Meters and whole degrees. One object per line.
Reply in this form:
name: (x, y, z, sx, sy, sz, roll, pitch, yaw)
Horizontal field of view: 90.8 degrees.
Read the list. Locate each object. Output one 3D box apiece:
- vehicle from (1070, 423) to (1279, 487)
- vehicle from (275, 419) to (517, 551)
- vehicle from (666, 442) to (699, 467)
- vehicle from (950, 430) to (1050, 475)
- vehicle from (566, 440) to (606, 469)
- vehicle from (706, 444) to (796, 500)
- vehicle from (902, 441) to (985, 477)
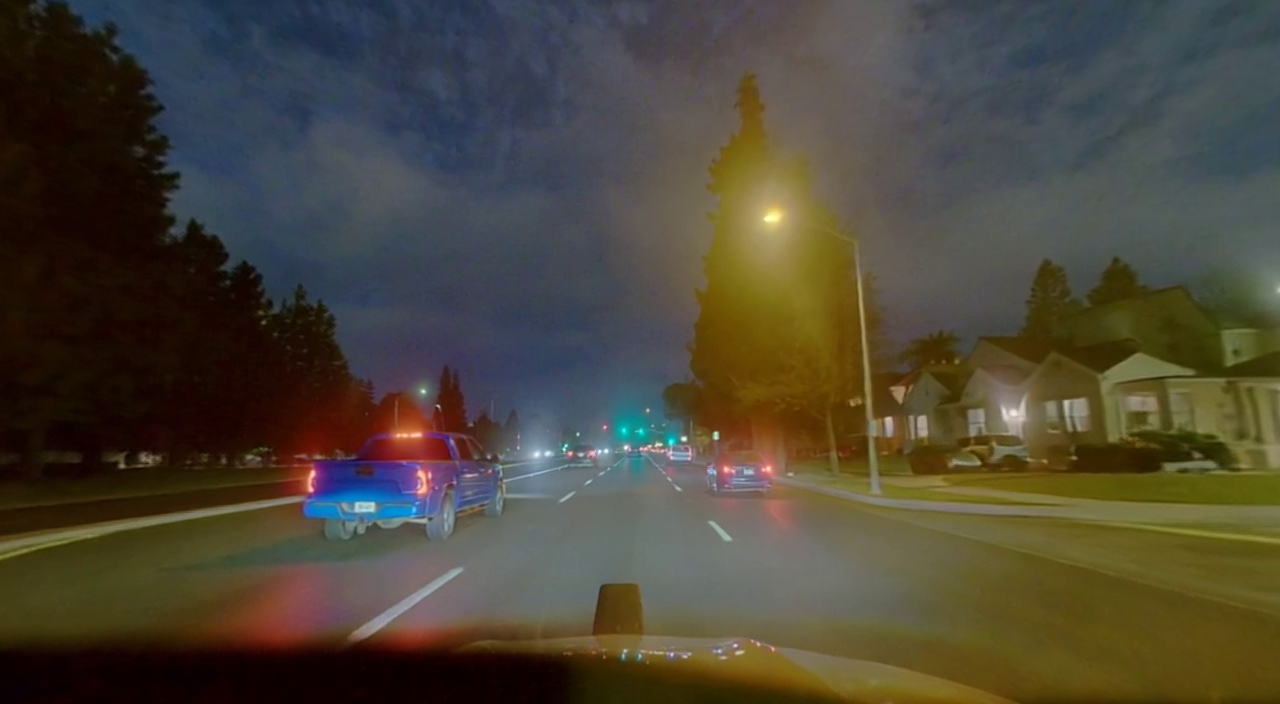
vehicle: (17.240, 3.294, 20.519, 1.991, 1.806, 4.902, 6, -11, -38)
vehicle: (-3.791, 2.169, 11.163, 2.111, 1.745, 5.274, 0, -8, 1)
vehicle: (3.264, 8.017, 49.689, 2.099, 1.845, 4.363, 0, -8, -2)
vehicle: (16.487, 4.680, 29.281, 2.040, 1.784, 4.533, -4, -10, 3)
vehicle: (-3.522, 6.764, 41.862, 2.218, 1.829, 4.492, 0, -8, 1)
vehicle: (3.182, 3.509, 18.998, 1.884, 1.463, 4.195, 0, -8, -1)
vehicle: (13.873, 4.888, 29.171, 1.929, 1.502, 4.177, -1, -8, 4)
